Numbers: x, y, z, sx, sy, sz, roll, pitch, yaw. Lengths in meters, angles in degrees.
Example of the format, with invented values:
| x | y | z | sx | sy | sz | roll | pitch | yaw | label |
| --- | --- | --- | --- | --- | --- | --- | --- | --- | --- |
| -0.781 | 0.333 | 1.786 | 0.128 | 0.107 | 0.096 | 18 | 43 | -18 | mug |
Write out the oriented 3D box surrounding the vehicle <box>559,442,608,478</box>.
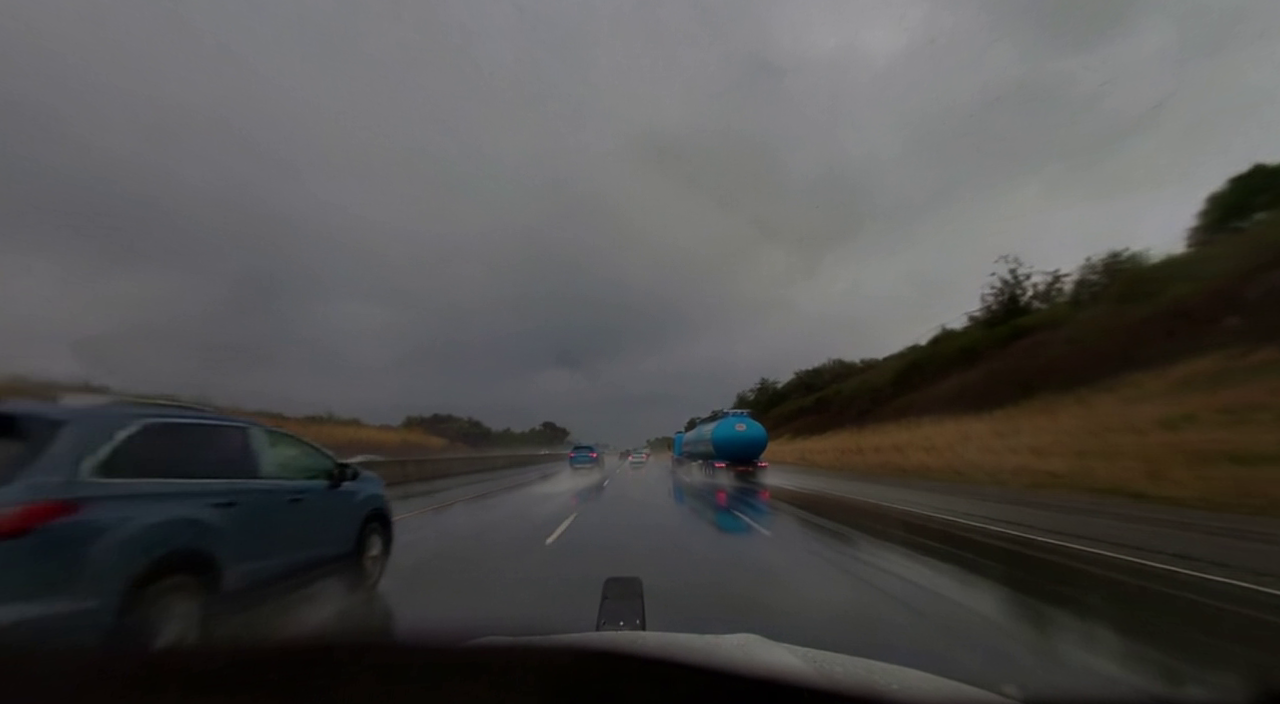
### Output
| x | y | z | sx | sy | sz | roll | pitch | yaw | label |
| --- | --- | --- | --- | --- | --- | --- | --- | --- | --- |
| -3.043 | 5.926 | 34.799 | 2.258 | 1.805 | 4.665 | -1 | -9 | 0 | vehicle |

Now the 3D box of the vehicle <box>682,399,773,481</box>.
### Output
| x | y | z | sx | sy | sz | roll | pitch | yaw | label |
| --- | --- | --- | --- | --- | --- | --- | --- | --- | --- |
| 4.353 | 4.983 | 35.150 | 2.889 | 3.606 | 13.832 | 0 | -9 | -1 | vehicle |

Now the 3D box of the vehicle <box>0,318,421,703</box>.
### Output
| x | y | z | sx | sy | sz | roll | pitch | yaw | label |
| --- | --- | --- | --- | --- | --- | --- | --- | --- | --- |
| -3.117 | 0.995 | 3.423 | 2.249 | 1.710 | 4.580 | 0 | -9 | -1 | vehicle |
